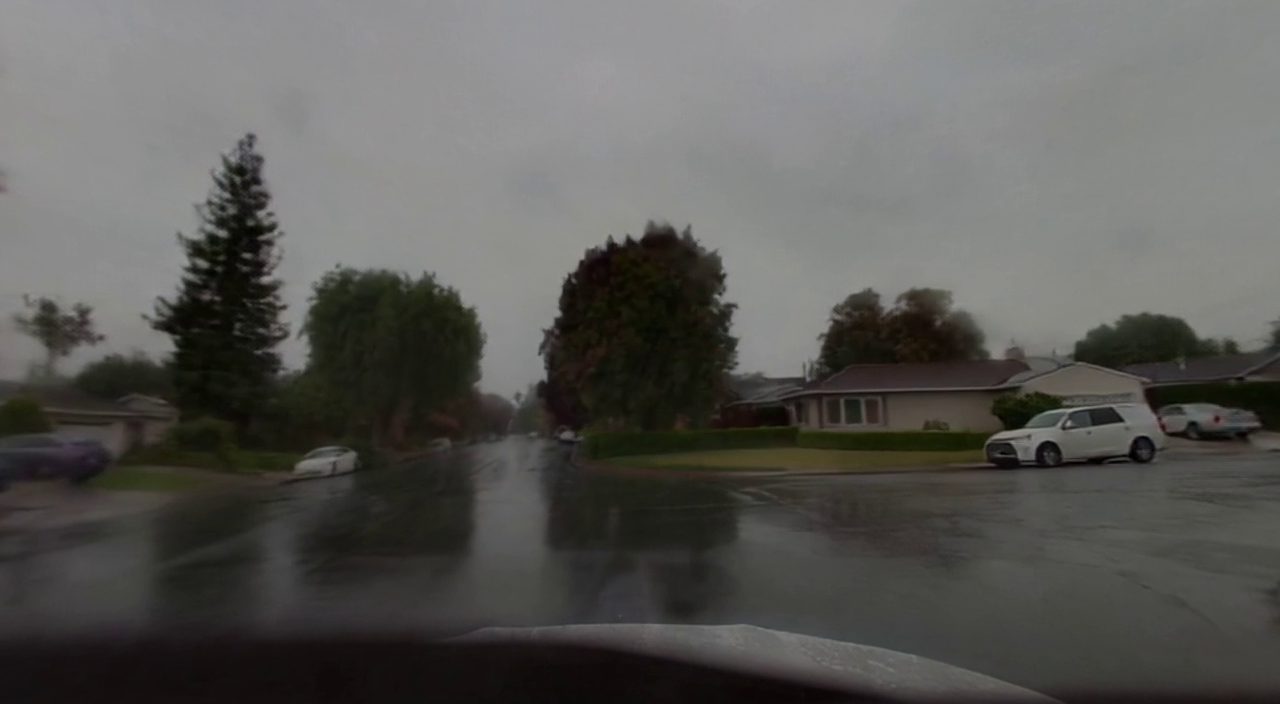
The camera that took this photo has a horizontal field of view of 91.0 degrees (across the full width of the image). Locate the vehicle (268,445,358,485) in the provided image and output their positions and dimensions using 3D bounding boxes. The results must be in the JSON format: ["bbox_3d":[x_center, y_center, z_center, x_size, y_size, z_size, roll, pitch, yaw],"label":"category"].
[{"bbox_3d":[-13.944,4.794,27.193,2.040,1.525,5.212,2,-9,-12],"label":"vehicle"}]

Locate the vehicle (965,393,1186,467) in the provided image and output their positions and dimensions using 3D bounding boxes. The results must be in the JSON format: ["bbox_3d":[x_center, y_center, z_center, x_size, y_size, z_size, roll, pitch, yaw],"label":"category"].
[{"bbox_3d":[13.674,2.515,19.826,6.088,2.084,2.337,3,-10,-18],"label":"vehicle"}]

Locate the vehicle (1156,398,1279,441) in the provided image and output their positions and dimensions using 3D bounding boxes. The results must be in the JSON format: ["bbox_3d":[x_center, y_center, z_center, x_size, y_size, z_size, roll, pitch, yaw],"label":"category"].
[{"bbox_3d":[28.738,3.425,31.201,2.029,1.747,4.373,2,-11,-11],"label":"vehicle"}]

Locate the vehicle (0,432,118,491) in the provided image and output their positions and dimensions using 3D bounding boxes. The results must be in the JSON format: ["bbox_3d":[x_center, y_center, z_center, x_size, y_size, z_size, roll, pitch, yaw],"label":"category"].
[{"bbox_3d":[-20.793,3.631,20.928,4.683,1.849,2.044,2,-9,-14],"label":"vehicle"}]
